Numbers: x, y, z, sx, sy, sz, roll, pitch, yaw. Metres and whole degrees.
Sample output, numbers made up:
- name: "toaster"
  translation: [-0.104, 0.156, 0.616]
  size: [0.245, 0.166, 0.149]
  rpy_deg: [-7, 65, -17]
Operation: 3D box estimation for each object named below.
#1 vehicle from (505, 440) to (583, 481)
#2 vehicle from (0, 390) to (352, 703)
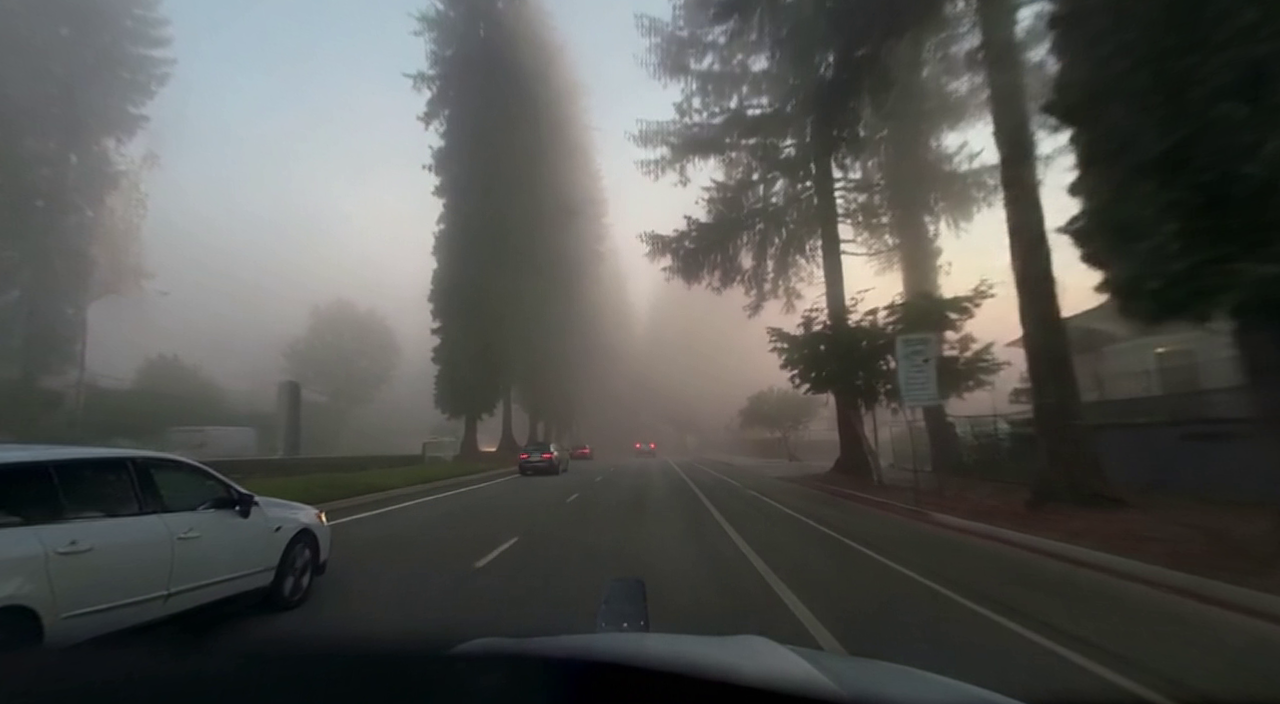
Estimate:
- name: "vehicle"
  translation: [-3.685, 4.291, 25.248]
  size: [2.188, 1.473, 4.651]
  rpy_deg: [0, -8, 3]
- name: "vehicle"
  translation: [-4.110, 1.100, 3.942]
  size: [2.190, 1.545, 4.943]
  rpy_deg: [0, -8, 1]
